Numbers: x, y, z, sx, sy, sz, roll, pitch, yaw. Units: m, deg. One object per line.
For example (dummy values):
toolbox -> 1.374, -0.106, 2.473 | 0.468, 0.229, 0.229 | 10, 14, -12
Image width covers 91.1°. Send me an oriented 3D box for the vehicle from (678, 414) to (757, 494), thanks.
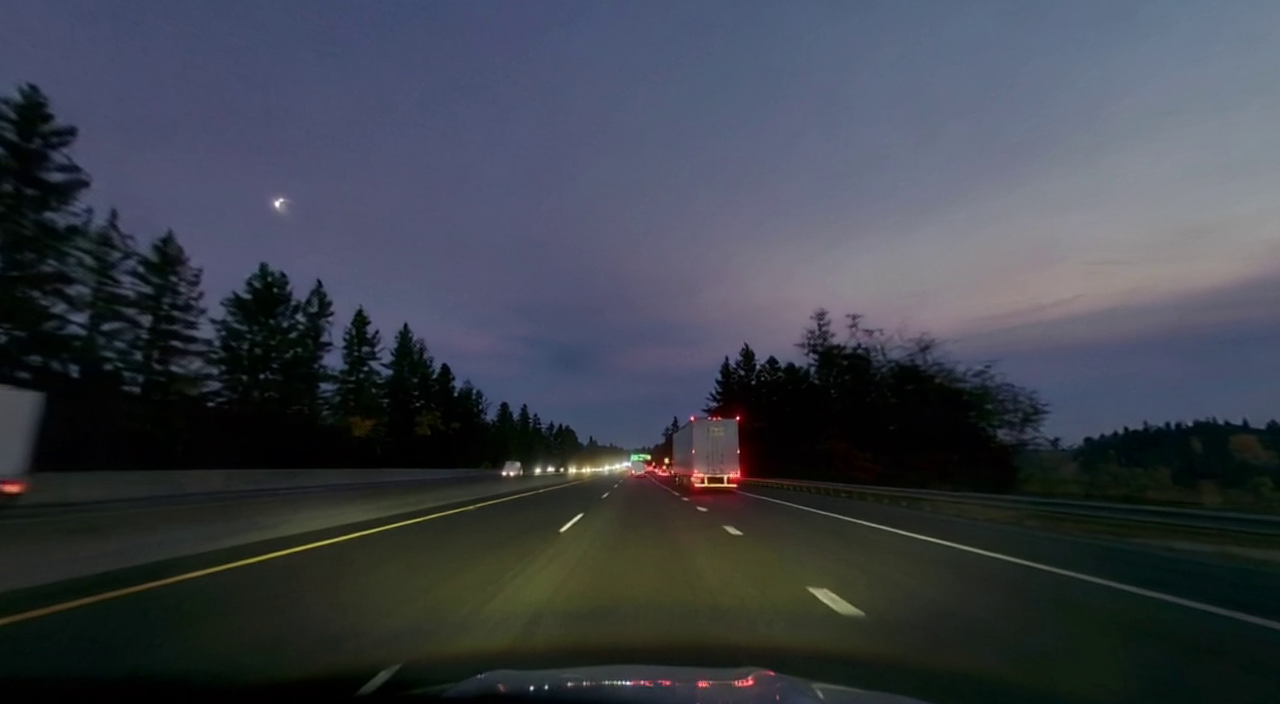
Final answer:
vehicle -> 4.388, 6.441, 38.947 | 3.139, 3.999, 13.840 | 1, -10, 0
